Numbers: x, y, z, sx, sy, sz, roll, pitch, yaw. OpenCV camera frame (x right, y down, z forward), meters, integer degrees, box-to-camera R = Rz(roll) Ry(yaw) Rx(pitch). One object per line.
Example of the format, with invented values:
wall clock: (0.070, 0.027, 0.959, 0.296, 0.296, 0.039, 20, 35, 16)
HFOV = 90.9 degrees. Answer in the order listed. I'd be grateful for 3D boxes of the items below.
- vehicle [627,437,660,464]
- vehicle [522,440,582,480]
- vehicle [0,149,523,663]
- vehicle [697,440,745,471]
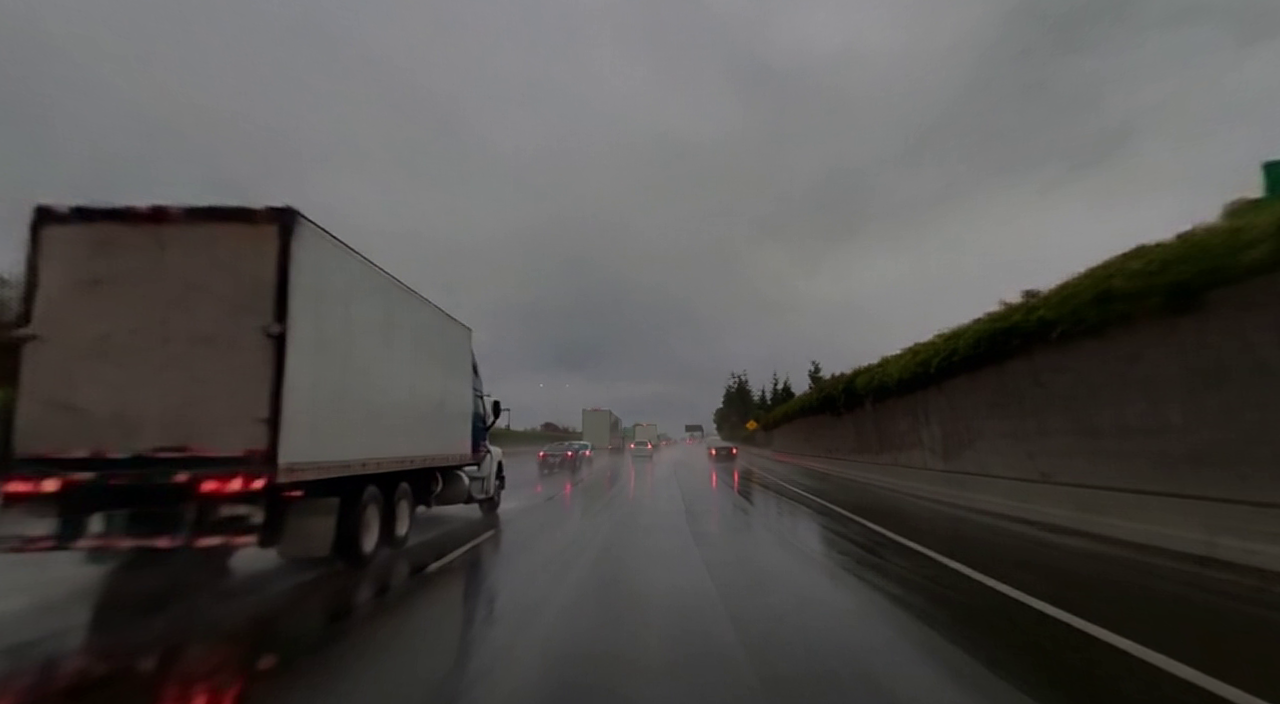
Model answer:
vehicle: (0.248, 7.249, 46.418, 2.325, 1.864, 4.128, 0, -8, 0)
vehicle: (-3.773, 4.689, 27.759, 1.866, 1.568, 4.603, 0, -8, 1)
vehicle: (-3.924, 0.827, 7.957, 3.123, 3.341, 7.669, -1, -8, 2)
vehicle: (4.169, 5.404, 33.026, 2.176, 1.493, 3.955, -1, -8, 3)
